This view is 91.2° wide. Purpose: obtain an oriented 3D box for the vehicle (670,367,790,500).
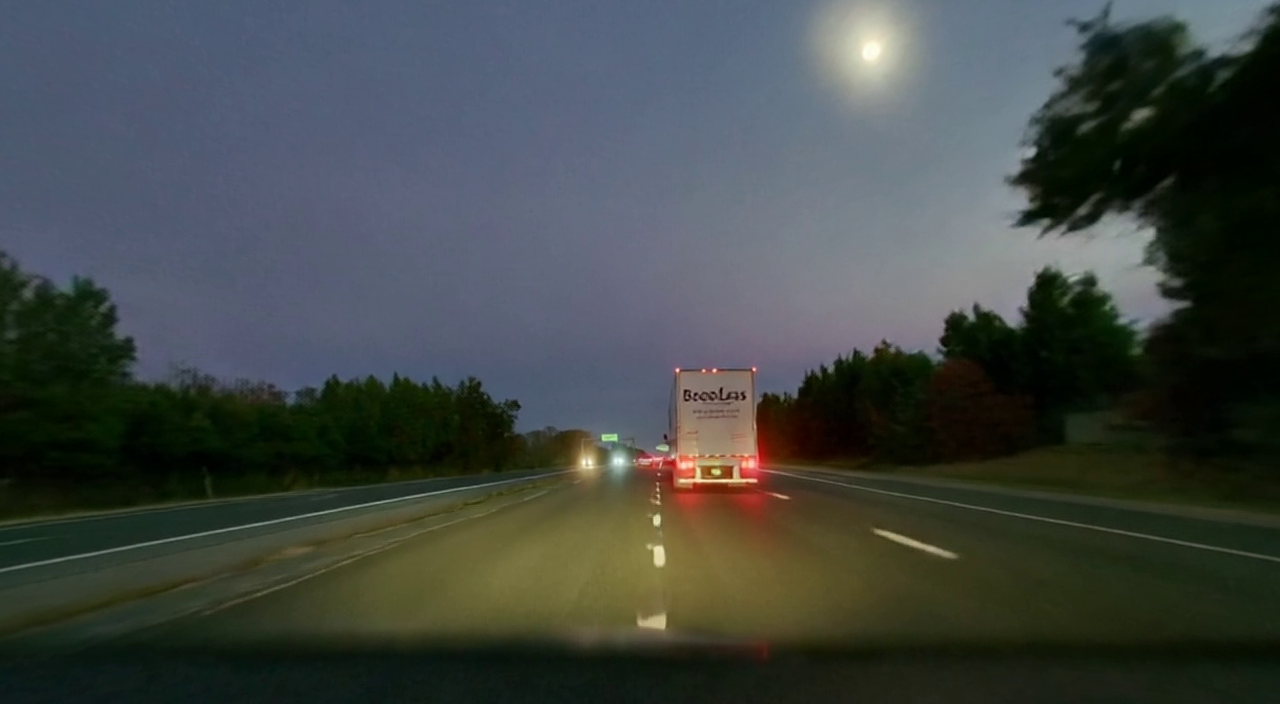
[{"bbox_3d":[3.174,3.787,28.015,3.537,4.071,17.399,-1,-9,3],"label":"vehicle"}]
